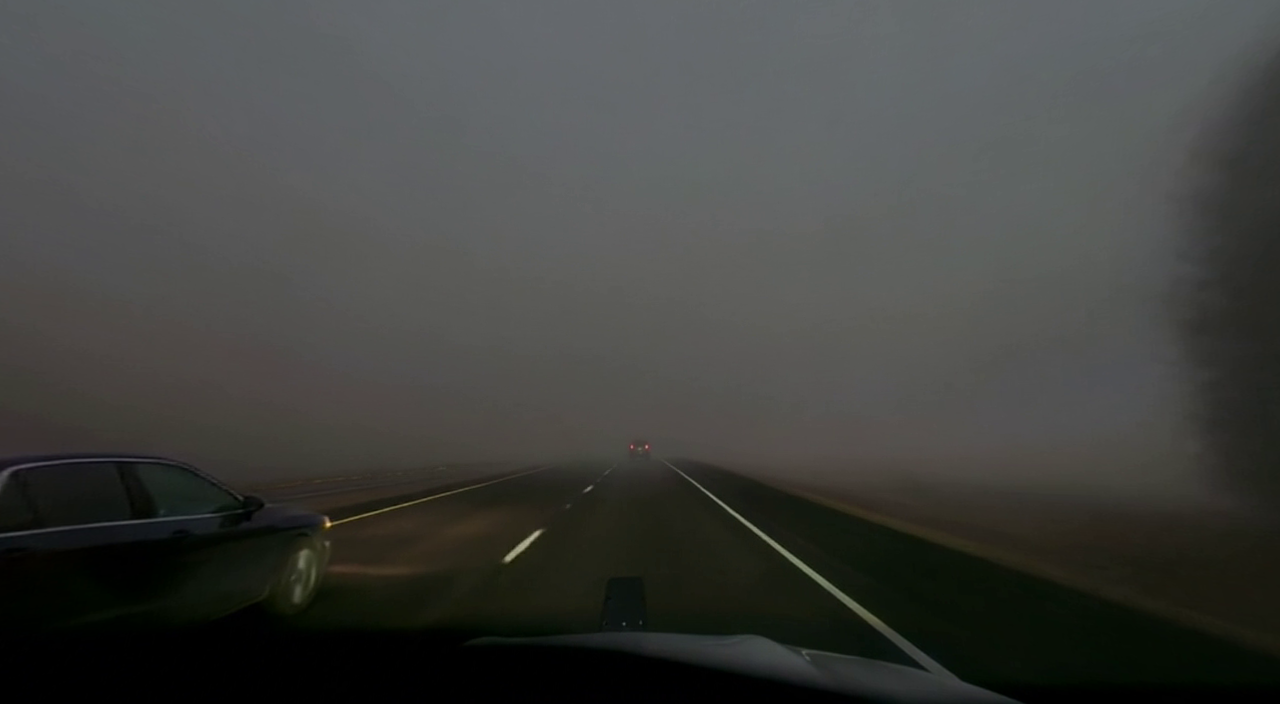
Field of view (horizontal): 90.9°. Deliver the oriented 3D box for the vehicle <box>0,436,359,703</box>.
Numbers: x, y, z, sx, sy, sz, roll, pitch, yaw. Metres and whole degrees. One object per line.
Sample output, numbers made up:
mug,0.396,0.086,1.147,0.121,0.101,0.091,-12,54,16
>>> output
vehicle,-3.626,1.141,3.420,2.096,1.343,4.503,0,-8,0
